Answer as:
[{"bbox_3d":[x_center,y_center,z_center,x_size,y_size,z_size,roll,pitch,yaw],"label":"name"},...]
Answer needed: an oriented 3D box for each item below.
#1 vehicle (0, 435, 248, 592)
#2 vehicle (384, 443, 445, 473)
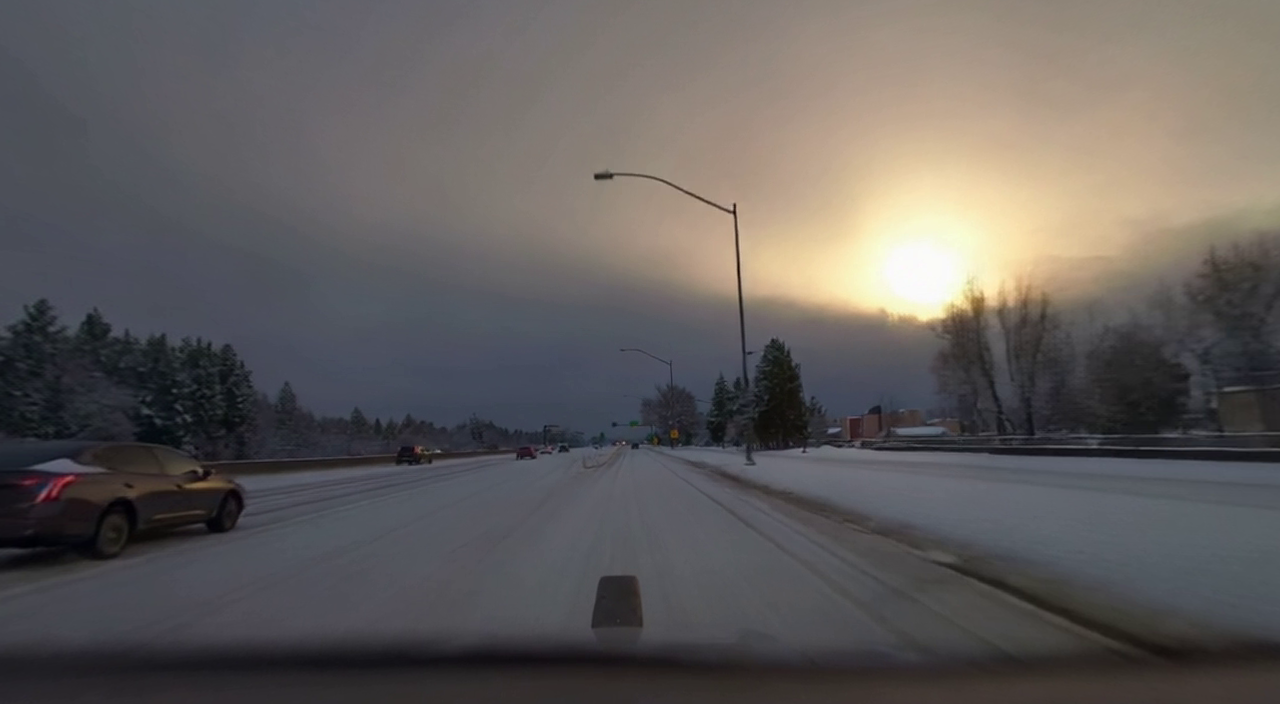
[{"bbox_3d":[-7.227,1.815,7.817,1.940,1.479,4.777,0,-8,-4],"label":"vehicle"},{"bbox_3d":[-13.596,6.389,38.435,2.126,1.671,5.173,0,-8,-4],"label":"vehicle"}]
